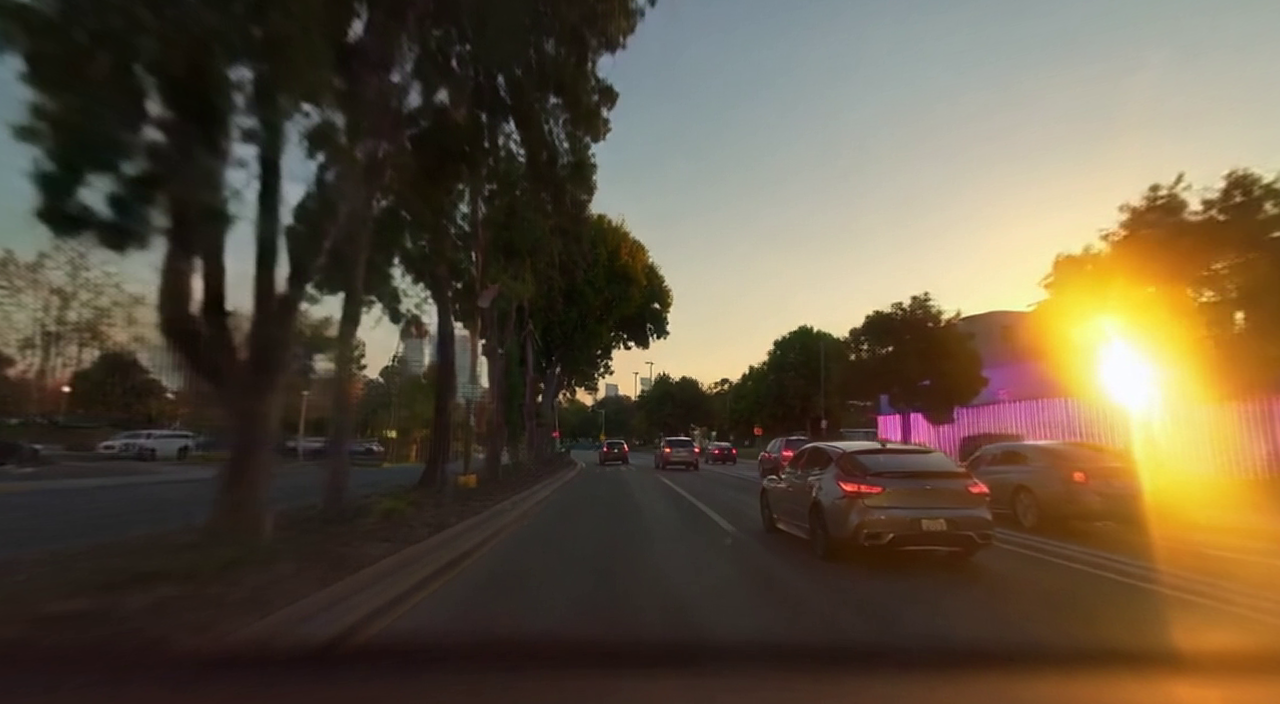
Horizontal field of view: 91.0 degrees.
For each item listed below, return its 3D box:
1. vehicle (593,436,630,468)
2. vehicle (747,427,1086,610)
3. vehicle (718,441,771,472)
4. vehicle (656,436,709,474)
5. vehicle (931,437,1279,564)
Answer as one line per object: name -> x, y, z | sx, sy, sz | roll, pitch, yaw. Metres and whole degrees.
vehicle -> -1.737, 5.950, 37.633 | 2.051, 1.798, 4.168 | 1, -8, -5
vehicle -> 2.611, 1.664, 7.278 | 1.883, 1.452, 4.258 | 0, -8, -2
vehicle -> 5.838, 5.908, 35.759 | 1.954, 1.606, 4.423 | 1, -8, -5
vehicle -> 1.987, 5.020, 30.925 | 2.000, 1.745, 4.206 | 1, -8, -5
vehicle -> 6.456, 2.055, 9.559 | 1.917, 1.457, 4.274 | 0, -8, -2
